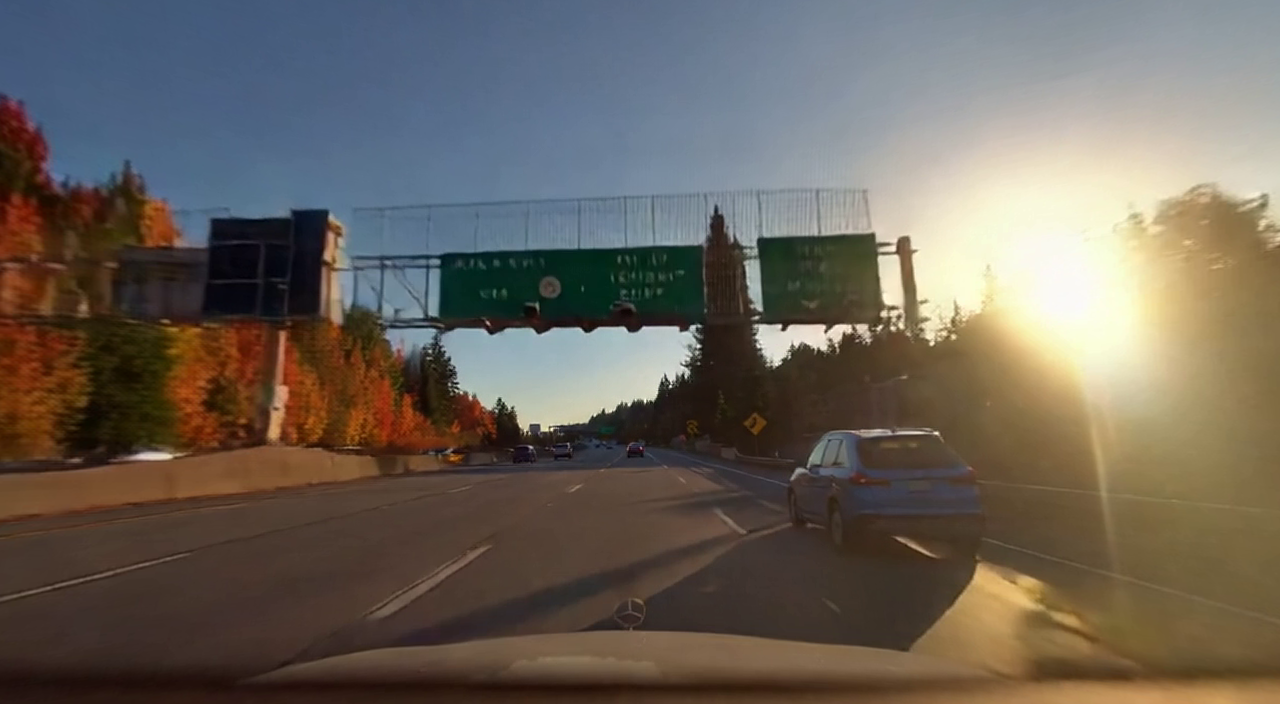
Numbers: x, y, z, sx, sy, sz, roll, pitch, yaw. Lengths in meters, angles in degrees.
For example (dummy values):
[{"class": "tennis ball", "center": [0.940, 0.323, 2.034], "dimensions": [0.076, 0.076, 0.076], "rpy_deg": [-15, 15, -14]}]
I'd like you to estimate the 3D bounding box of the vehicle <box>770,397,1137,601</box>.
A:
[{"class": "vehicle", "center": [3.091, 1.554, 7.496], "dimensions": [2.120, 1.706, 4.226], "rpy_deg": [0, -8, -1]}]
